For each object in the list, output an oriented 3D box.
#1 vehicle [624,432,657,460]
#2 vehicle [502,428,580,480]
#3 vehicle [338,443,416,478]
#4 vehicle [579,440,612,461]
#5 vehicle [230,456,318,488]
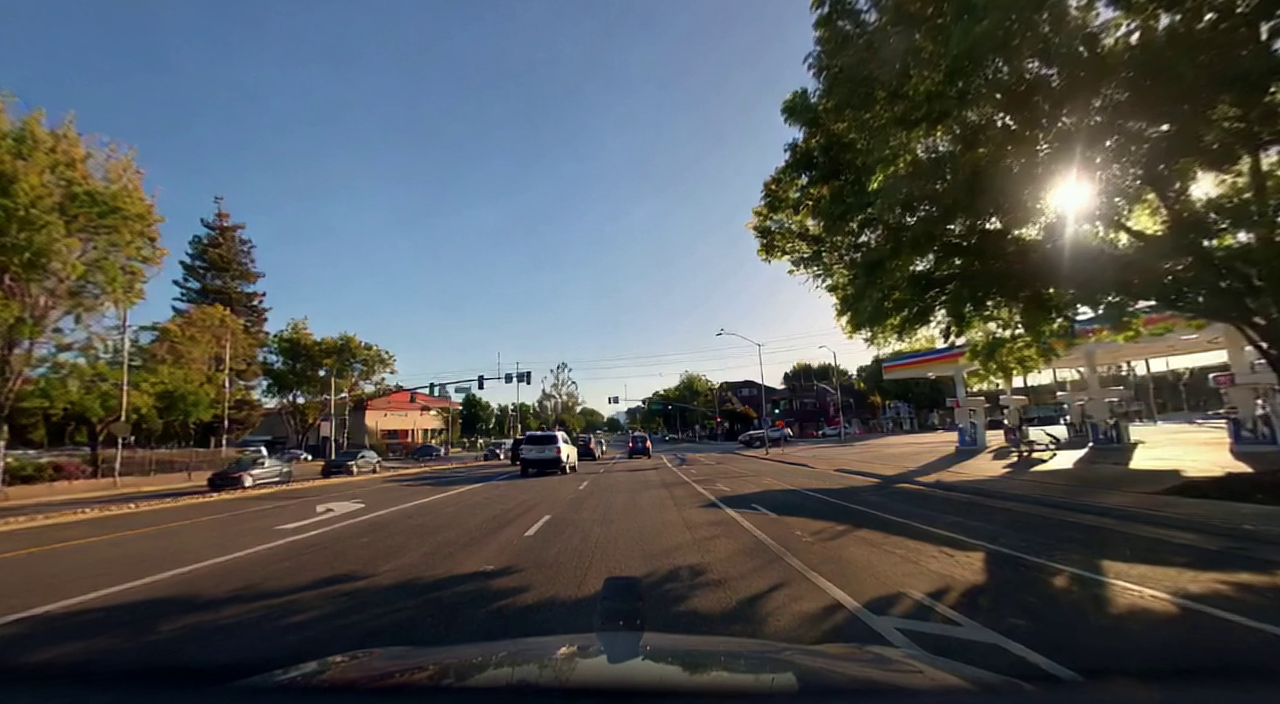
[{"bbox_3d":[0.092,6.616,44.478,2.224,1.819,5.005,0,-9,1],"label":"vehicle"},{"bbox_3d":[-3.506,3.751,23.293,2.096,1.718,4.266,0,-9,1],"label":"vehicle"},{"bbox_3d":[-13.450,5.571,32.679,1.981,1.671,4.598,0,-9,1],"label":"vehicle"},{"bbox_3d":[-3.085,6.974,44.835,1.881,1.424,4.098,0,-9,2],"label":"vehicle"},{"bbox_3d":[-16.968,5.566,29.516,1.765,1.310,3.824,0,-9,0],"label":"vehicle"}]
